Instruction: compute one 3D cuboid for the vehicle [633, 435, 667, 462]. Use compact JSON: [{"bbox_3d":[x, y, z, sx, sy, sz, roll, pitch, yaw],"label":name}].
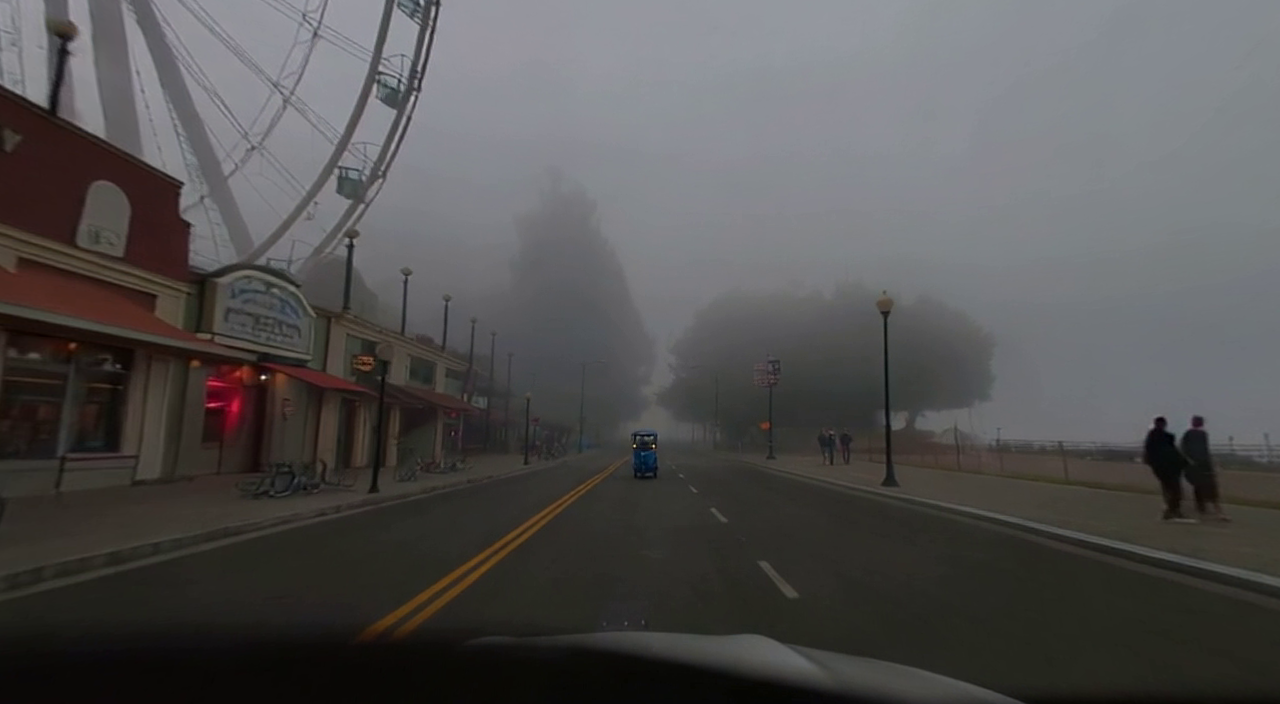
[{"bbox_3d":[0.657,6.622,43.359,2.221,1.773,4.228,0,-8,0],"label":"vehicle"}]
